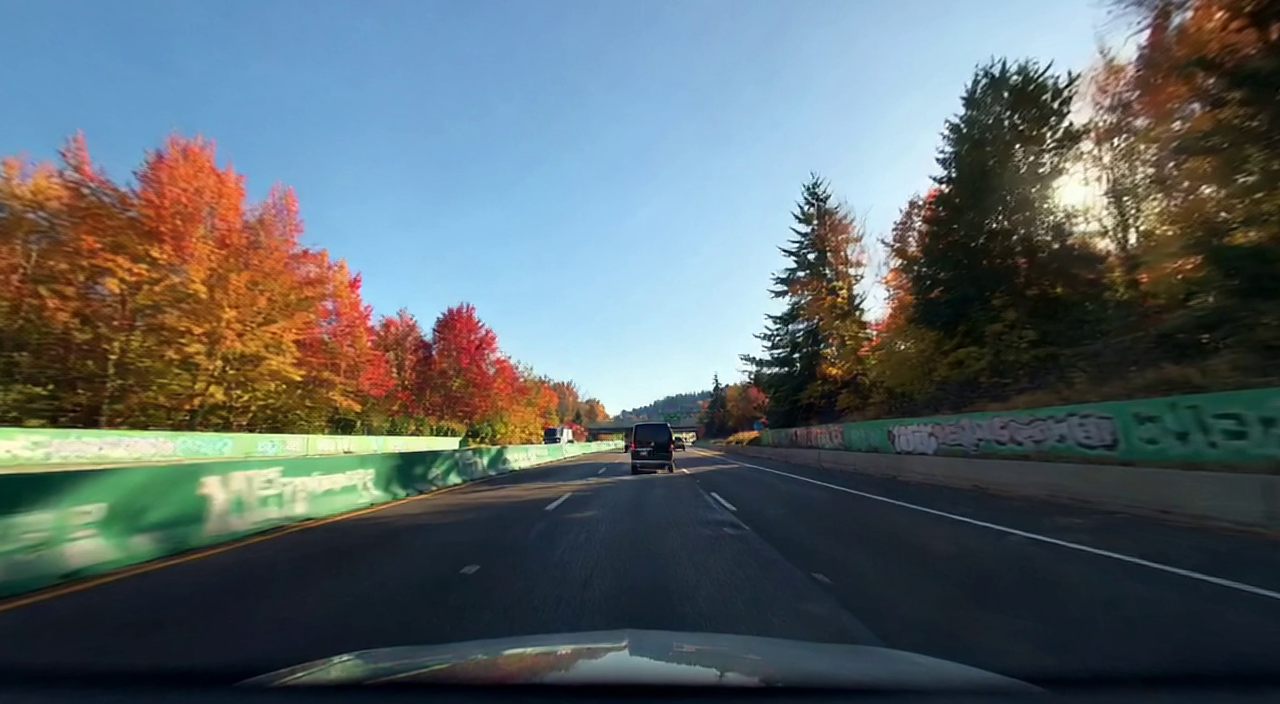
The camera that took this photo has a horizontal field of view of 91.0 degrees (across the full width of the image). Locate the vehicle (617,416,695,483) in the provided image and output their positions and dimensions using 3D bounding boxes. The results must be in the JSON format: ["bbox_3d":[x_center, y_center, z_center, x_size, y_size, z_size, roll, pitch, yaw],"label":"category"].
[{"bbox_3d":[0.472,3.209,20.795,2.283,1.956,4.421,0,-8,0],"label":"vehicle"}]
